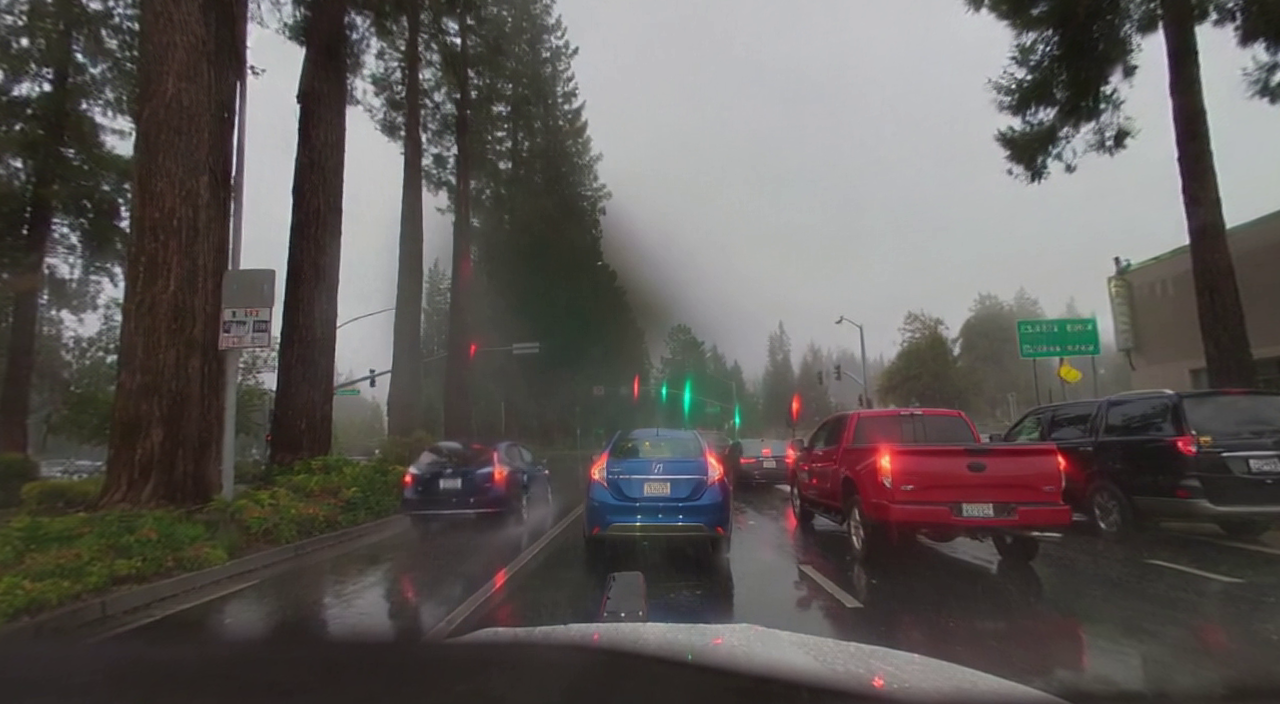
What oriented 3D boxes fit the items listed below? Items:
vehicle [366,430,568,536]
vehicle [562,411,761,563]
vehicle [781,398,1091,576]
[{"bbox_3d":[-2.771,2.257,11.626,2.133,1.496,5.150,0,-8,2],"label":"vehicle"},{"bbox_3d":[0.239,1.777,8.973,2.168,1.641,4.039,0,-8,0],"label":"vehicle"},{"bbox_3d":[3.379,1.633,8.380,2.099,1.725,4.290,0,-8,2],"label":"vehicle"}]
